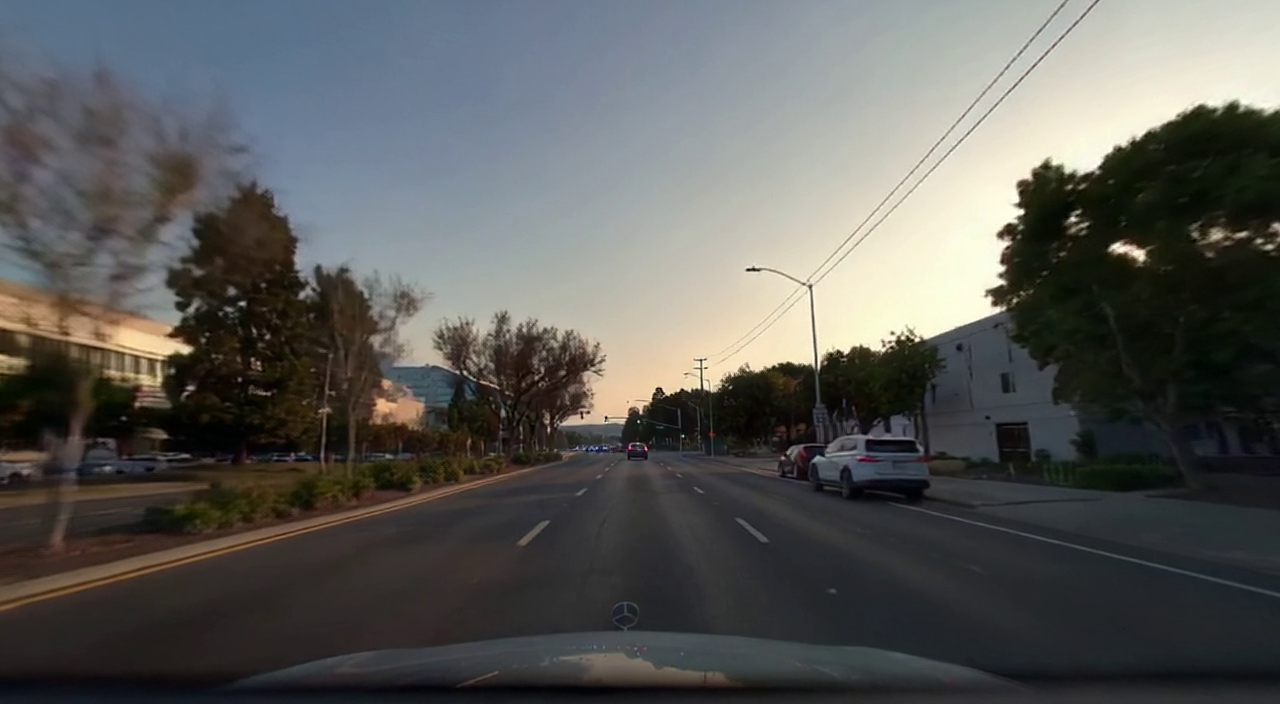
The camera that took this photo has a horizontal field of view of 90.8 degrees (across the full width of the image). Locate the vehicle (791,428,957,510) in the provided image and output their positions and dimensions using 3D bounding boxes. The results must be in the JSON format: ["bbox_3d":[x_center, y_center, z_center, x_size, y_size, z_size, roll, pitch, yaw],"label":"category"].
[{"bbox_3d":[5.867,2.991,16.720,2.295,1.804,4.971,0,-8,-2],"label":"vehicle"}]
